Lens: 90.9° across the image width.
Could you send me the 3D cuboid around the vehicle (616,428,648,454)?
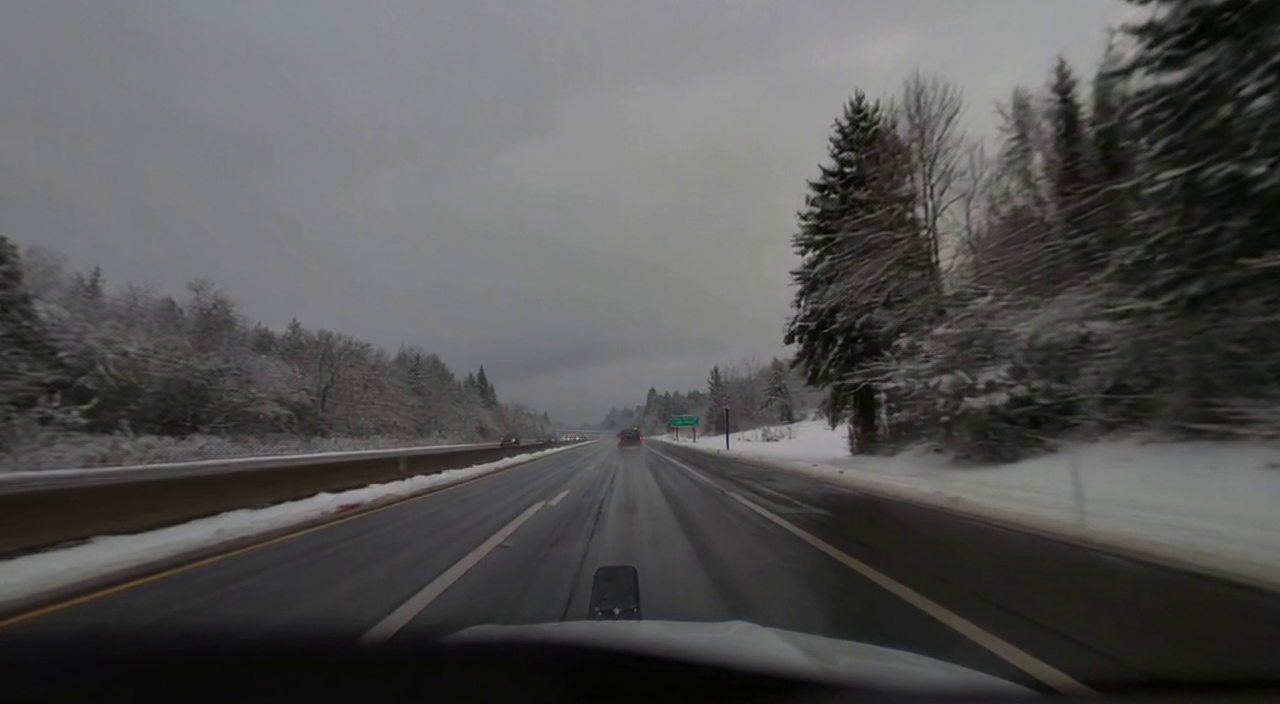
[{"bbox_3d":[-0.613,6.757,47.918,2.295,1.861,4.564,0,-8,-1],"label":"vehicle"}]
